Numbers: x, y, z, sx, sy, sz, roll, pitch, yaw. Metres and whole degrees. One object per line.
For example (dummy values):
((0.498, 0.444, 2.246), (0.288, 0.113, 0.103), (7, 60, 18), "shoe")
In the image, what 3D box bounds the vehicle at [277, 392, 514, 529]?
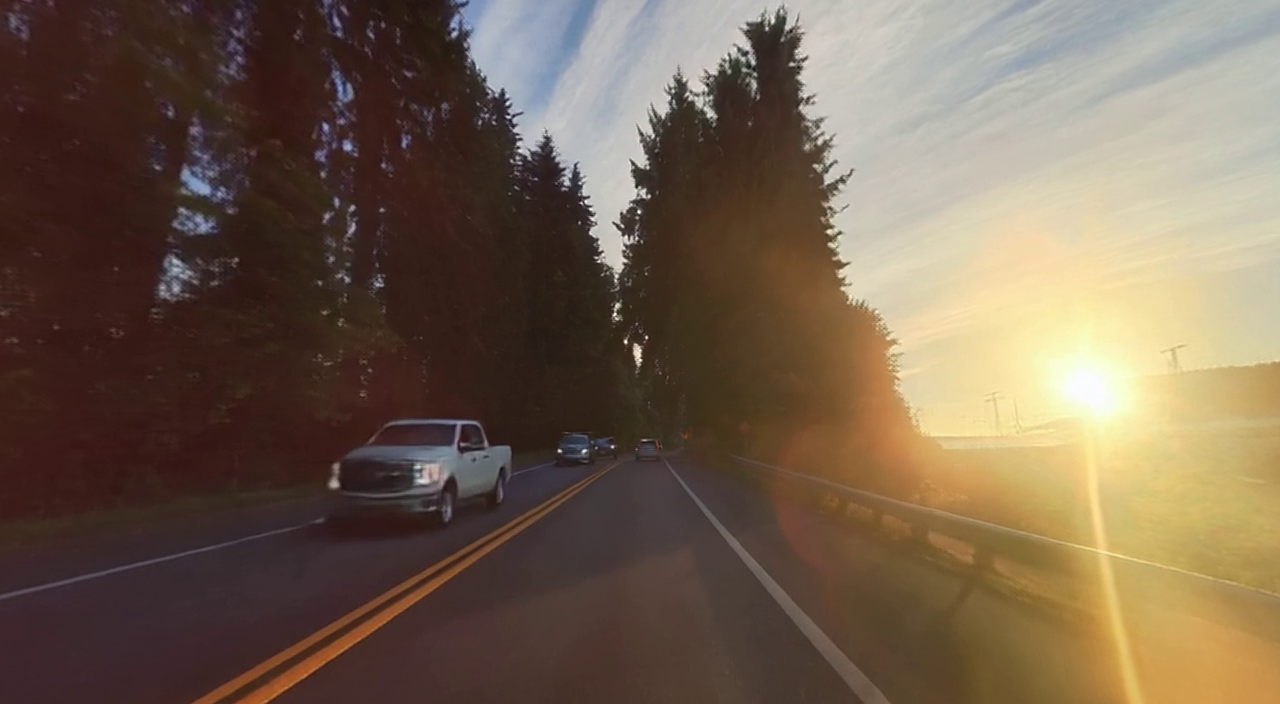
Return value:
((-4.542, 2.186, 13.173), (2.479, 2.208, 5.780), (0, -9, 2), "vehicle")

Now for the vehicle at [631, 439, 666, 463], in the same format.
((0.549, 6.291, 40.249), (2.067, 1.486, 3.861), (0, -9, 1), "vehicle")

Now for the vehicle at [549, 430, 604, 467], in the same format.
((-3.665, 5.724, 37.511), (2.461, 2.030, 5.478), (-1, -9, 2), "vehicle")
